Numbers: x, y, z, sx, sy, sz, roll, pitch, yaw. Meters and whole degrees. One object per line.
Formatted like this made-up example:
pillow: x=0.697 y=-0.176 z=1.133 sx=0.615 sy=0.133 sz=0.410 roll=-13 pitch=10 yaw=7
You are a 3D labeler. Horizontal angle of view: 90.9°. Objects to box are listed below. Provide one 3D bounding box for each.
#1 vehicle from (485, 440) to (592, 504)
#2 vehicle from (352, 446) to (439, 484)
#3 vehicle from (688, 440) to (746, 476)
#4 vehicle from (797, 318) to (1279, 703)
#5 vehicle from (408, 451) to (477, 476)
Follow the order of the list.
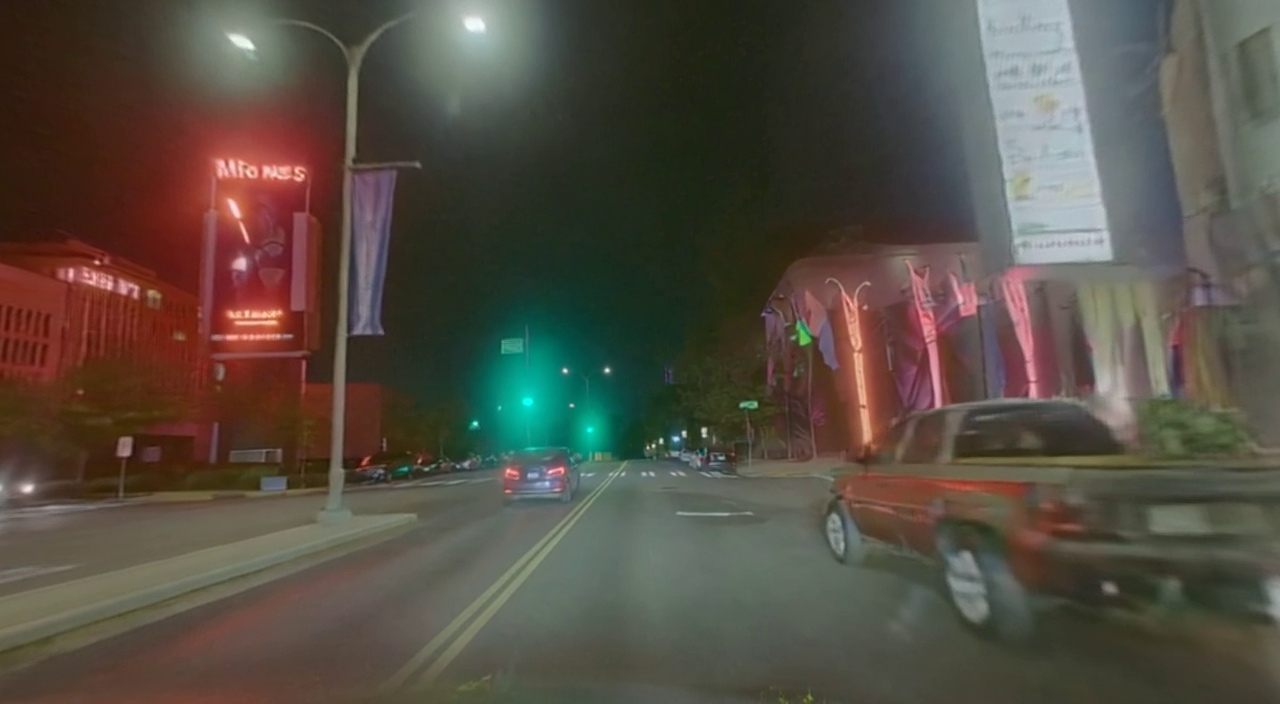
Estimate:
vehicle: x=-2.511 y=3.091 z=16.748 sx=2.030 sy=1.436 sz=4.388 roll=0 pitch=-8 yaw=1
vehicle: x=-12.310 y=5.594 z=31.611 sx=4.737 sy=1.741 sz=2.092 roll=-8 pitch=-11 yaw=41
vehicle: x=3.376 y=4.769 z=28.589 sx=1.950 sy=1.462 sz=4.807 roll=0 pitch=-8 yaw=-1
vehicle: x=3.132 y=1.133 z=5.062 sx=2.286 sy=1.777 sz=5.366 roll=0 pitch=-8 yaw=-1
vehicle: x=-12.345 y=6.888 z=39.206 sx=4.305 sy=1.463 sz=2.020 roll=-7 pitch=-11 yaw=39
